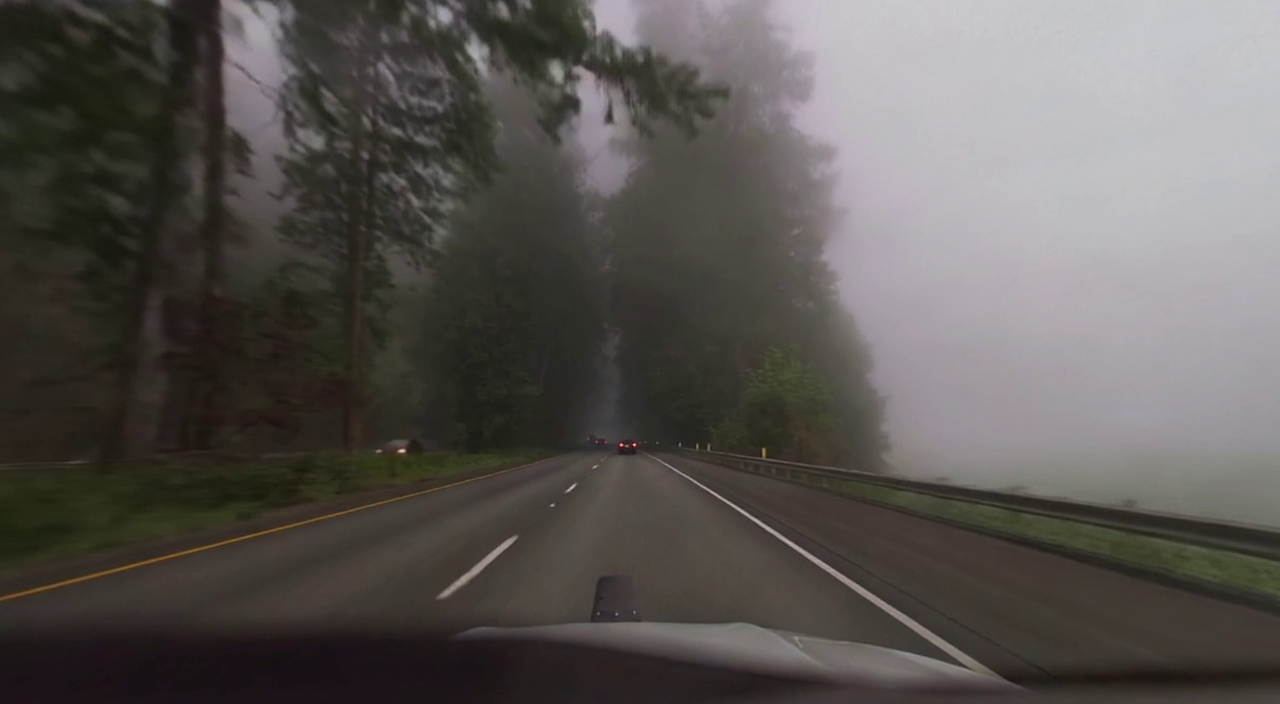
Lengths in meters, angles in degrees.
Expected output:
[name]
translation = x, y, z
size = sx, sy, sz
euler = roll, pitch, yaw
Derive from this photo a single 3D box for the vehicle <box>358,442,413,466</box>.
[vehicle]
translation = -16.760, 6.694, 41.625
size = 1.890, 1.480, 4.241
euler = 0, -8, 0
